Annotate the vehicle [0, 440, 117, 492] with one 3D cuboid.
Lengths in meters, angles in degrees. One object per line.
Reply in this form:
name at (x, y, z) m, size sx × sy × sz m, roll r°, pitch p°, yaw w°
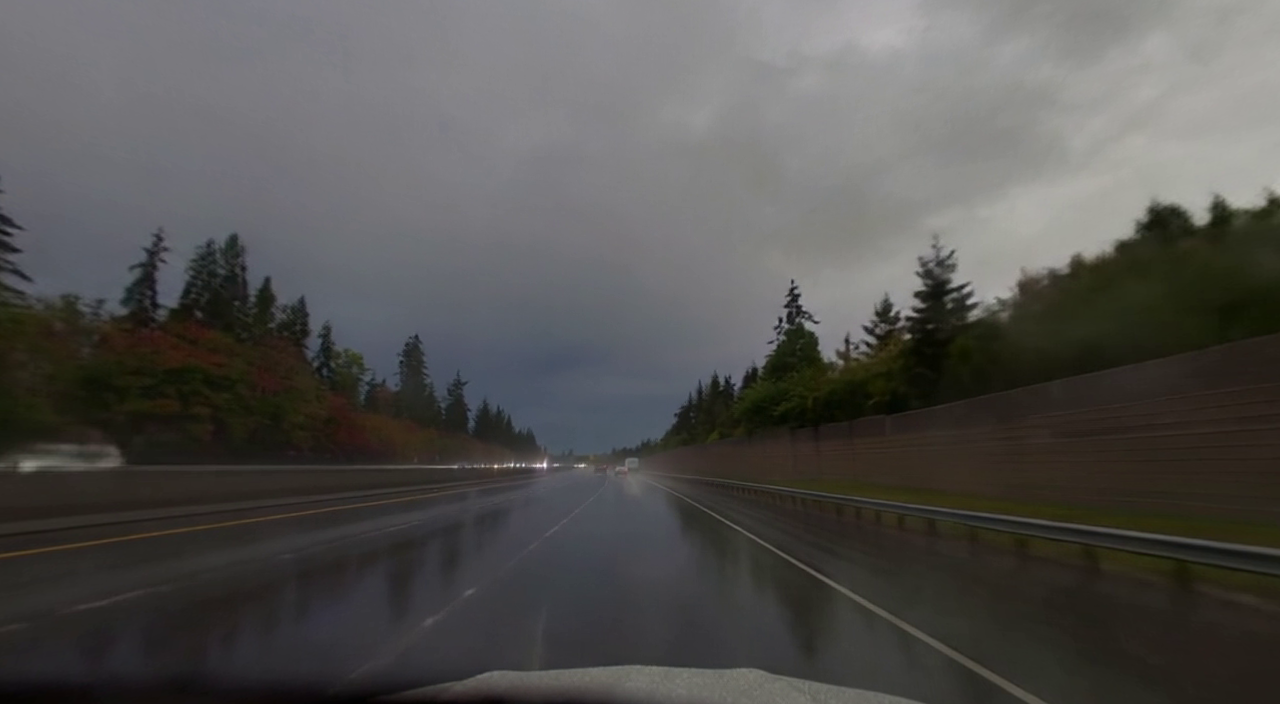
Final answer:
vehicle at (-20.675, 3.861, 21.367) m, size 1.979 × 1.590 × 4.456 m, roll 1°, pitch -10°, yaw -1°
